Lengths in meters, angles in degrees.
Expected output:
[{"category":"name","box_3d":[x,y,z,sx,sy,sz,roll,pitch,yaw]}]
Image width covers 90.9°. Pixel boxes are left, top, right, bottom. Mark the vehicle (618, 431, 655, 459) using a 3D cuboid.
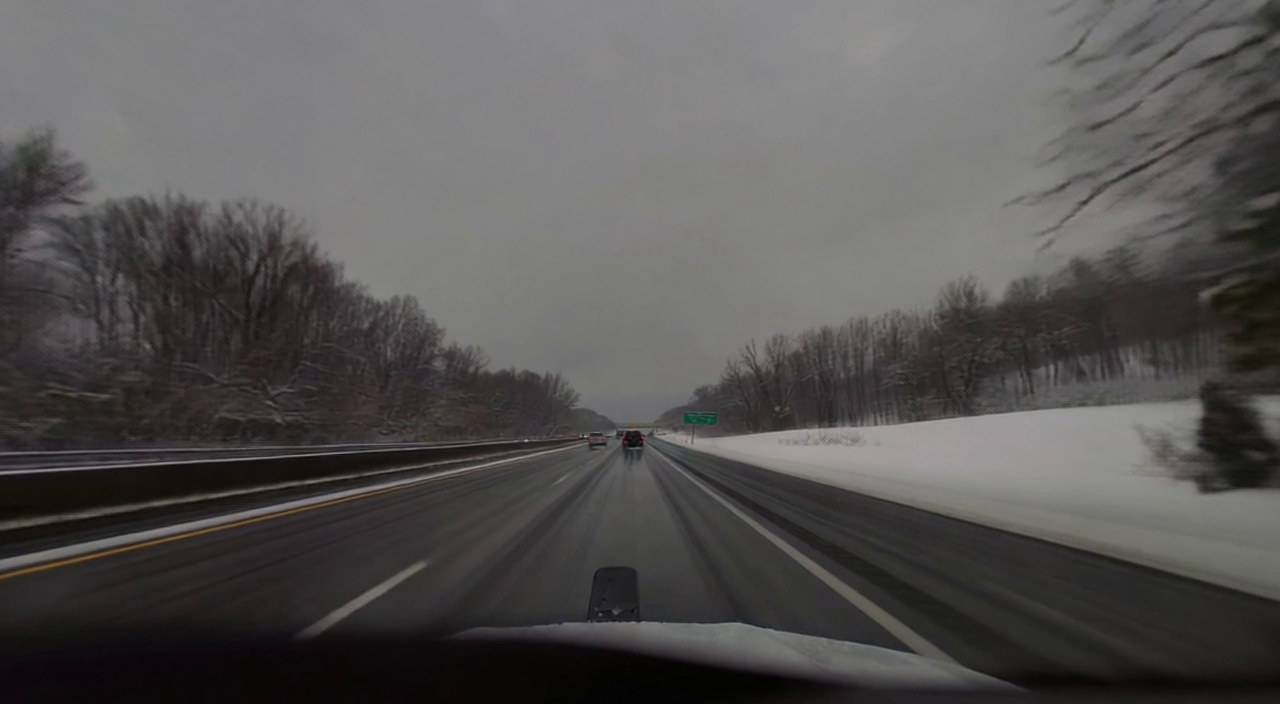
[{"category":"vehicle","box_3d":[-0.227,5.789,39.370,2.134,1.654,4.174,0,-8,-1]}]
